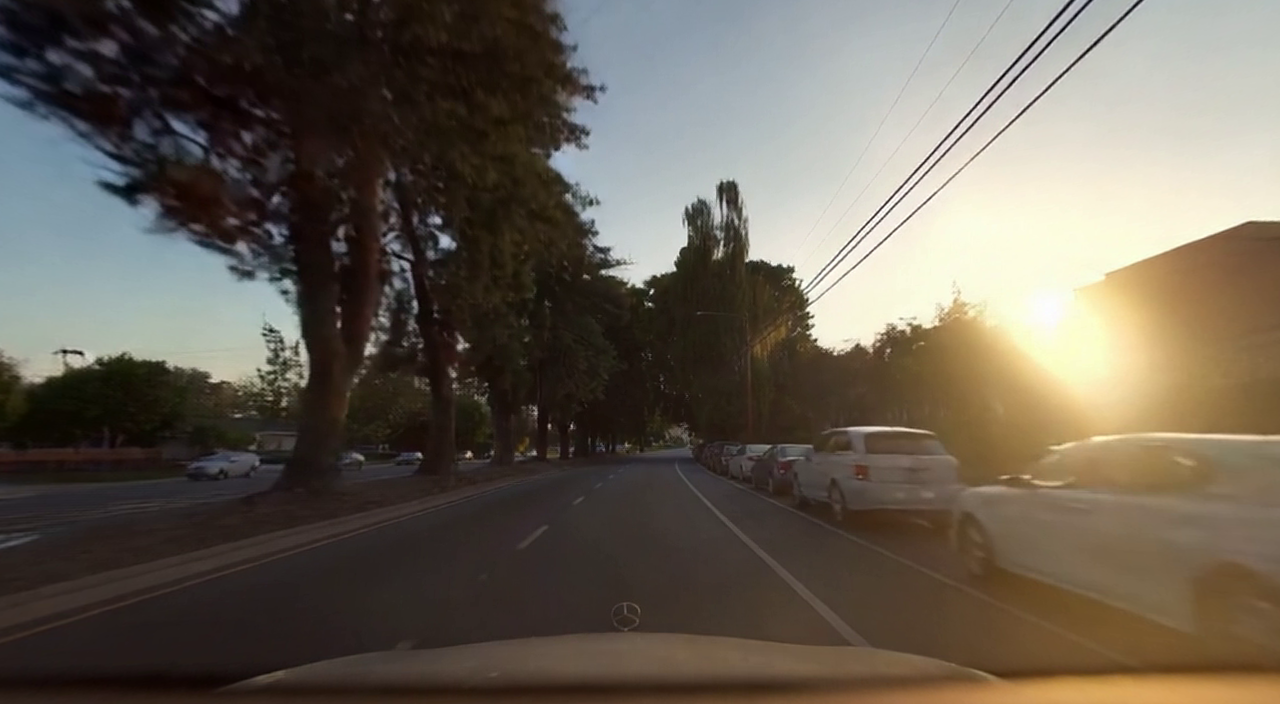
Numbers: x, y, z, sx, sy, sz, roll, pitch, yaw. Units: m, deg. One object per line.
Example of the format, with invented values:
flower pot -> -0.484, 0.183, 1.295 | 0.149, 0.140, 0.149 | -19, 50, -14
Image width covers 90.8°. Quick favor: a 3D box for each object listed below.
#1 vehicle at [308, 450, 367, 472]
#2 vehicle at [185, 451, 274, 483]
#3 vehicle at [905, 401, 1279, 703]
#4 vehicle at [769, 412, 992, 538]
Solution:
vehicle -> -22.792, 8.221, 47.783 | 1.915, 1.492, 4.565 | -1, -9, 5
vehicle -> -23.401, 6.552, 36.242 | 1.967, 1.467, 4.769 | -2, -7, 0
vehicle -> 4.017, 1.204, 4.454 | 2.039, 1.499, 4.888 | 0, -8, -2
vehicle -> 4.137, 2.239, 12.175 | 2.057, 1.846, 5.475 | 0, -9, -1
